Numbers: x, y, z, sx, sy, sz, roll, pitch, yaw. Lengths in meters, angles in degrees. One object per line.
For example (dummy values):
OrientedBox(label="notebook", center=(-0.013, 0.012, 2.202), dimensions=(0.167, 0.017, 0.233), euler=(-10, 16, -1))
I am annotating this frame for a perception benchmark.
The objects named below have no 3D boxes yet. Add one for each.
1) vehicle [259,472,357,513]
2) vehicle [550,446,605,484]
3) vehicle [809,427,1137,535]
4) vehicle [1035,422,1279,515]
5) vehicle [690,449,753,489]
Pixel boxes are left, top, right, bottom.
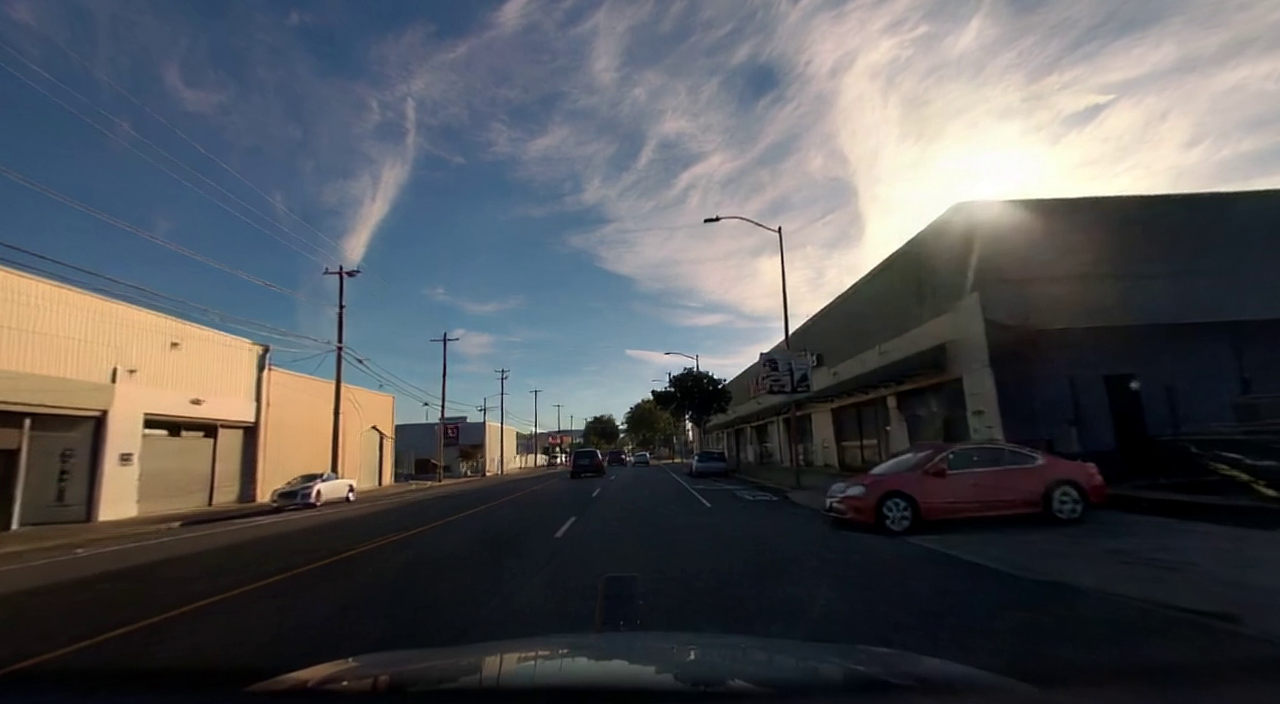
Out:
OrientedBox(label="vehicle", center=(-15.535, 6.576, 29.911), dimensions=(2.073, 1.492, 4.687), euler=(-1, -8, 1))
OrientedBox(label="vehicle", center=(-3.228, 5.898, 33.454), dimensions=(2.348, 1.831, 4.737), euler=(0, -9, 1))
OrientedBox(label="vehicle", center=(5.441, 2.176, 11.038), dimensions=(4.474, 1.632, 2.234), euler=(-1, -9, 6))
OrientedBox(label="vehicle", center=(10.847, 2.195, 12.140), dimensions=(5.034, 1.590, 2.025), euler=(-2, -9, 15))
OrientedBox(label="vehicle", center=(3.425, 5.020, 27.477), dimensions=(2.007, 1.558, 4.464), euler=(0, -9, -2))
